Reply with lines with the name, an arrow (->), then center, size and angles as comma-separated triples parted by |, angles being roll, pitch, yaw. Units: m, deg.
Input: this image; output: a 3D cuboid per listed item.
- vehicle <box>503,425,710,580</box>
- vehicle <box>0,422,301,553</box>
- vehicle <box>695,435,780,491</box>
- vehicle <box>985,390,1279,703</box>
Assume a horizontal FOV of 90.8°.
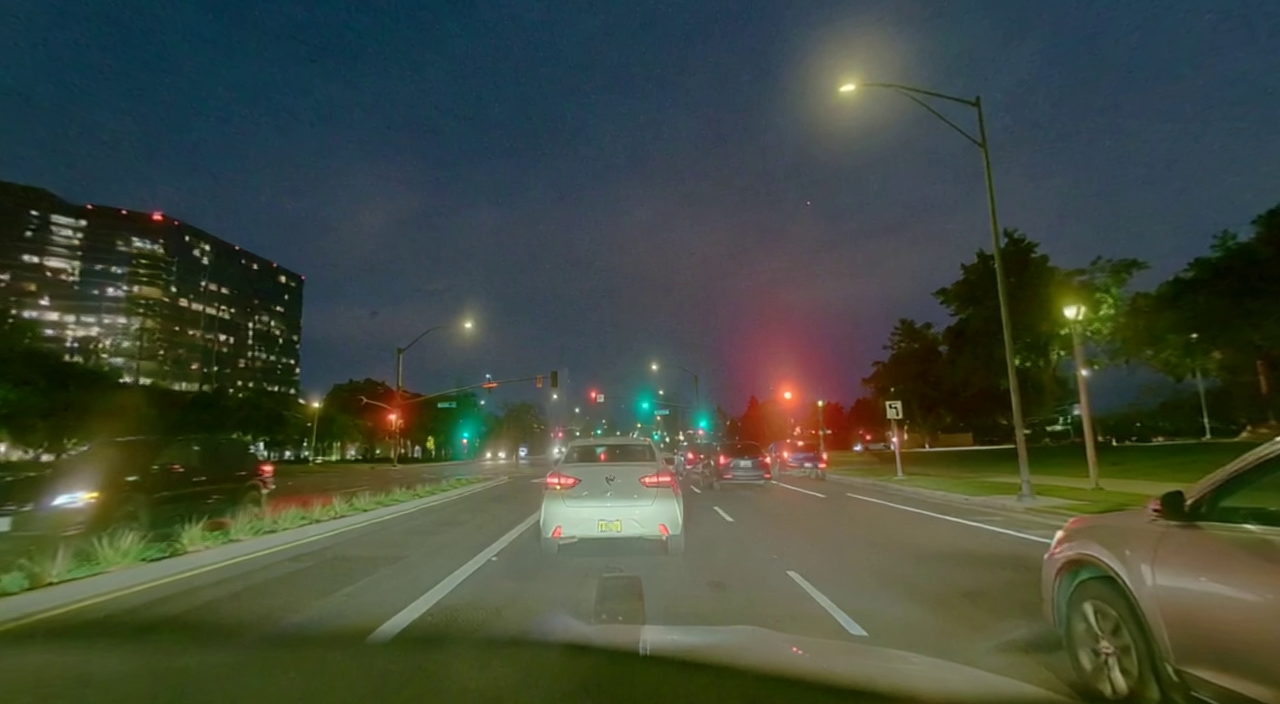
vehicle -> -0.353, 1.745, 8.010 | 2.006, 1.487, 3.535 | 0, -9, -1
vehicle -> -8.481, 2.236, 11.239 | 2.047, 1.751, 5.263 | 0, -9, -1
vehicle -> 2.949, 3.451, 19.929 | 1.874, 1.556, 4.116 | 0, -9, -2
vehicle -> 3.137, 0.810, 1.745 | 1.910, 1.474, 4.263 | 0, -9, -1
